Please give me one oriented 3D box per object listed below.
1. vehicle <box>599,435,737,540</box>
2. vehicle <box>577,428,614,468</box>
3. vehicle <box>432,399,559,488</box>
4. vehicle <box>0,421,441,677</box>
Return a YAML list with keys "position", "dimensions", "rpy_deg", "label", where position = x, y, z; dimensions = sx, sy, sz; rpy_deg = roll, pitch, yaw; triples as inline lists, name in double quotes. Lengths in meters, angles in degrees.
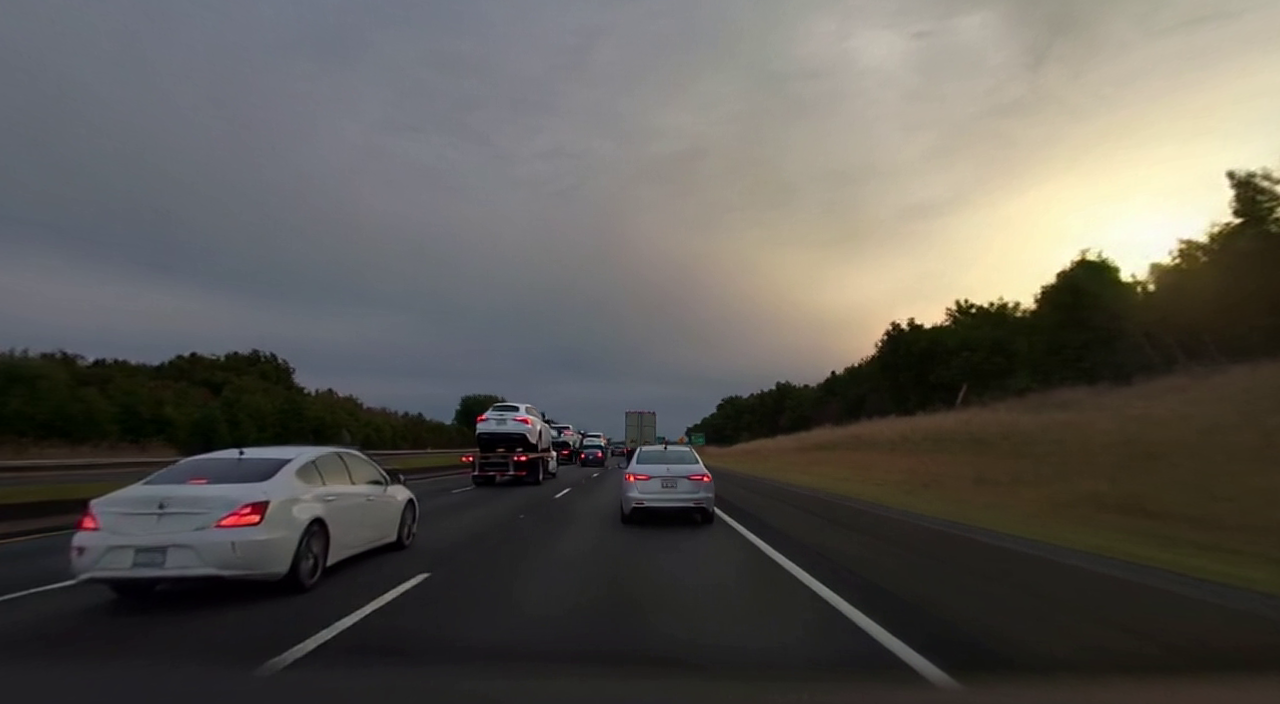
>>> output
- position: [0.408, 2.240, 10.928]
  dimensions: [1.991, 1.507, 3.391]
  rpy_deg: [0, -9, 0]
  label: "vehicle"
- position: [-3.218, 7.149, 46.885]
  dimensions: [2.289, 2.710, 6.726]
  rpy_deg: [0, -9, 0]
  label: "vehicle"
- position: [-2.878, 1.980, 13.541]
  dimensions: [2.031, 1.594, 4.103]
  rpy_deg: [1, -9, -4]
  label: "vehicle"
- position: [-3.660, 1.499, 6.002]
  dimensions: [1.947, 1.470, 4.526]
  rpy_deg: [0, -9, 2]
  label: "vehicle"
